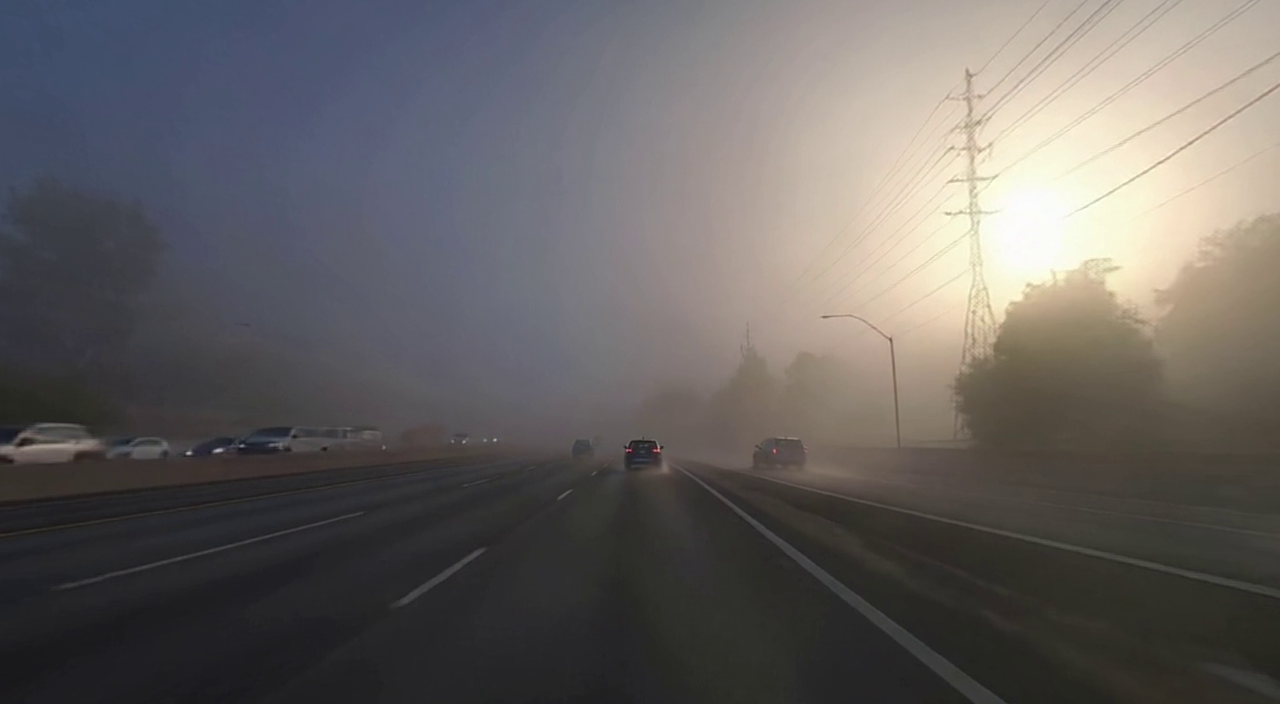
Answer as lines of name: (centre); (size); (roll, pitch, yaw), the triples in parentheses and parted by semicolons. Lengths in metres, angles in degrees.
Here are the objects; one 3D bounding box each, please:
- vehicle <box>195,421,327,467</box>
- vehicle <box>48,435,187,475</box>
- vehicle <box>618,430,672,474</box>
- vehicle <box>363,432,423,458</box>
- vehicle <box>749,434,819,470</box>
vehicle: (-16.511, 4.084, 27.969); (2.188, 1.786, 5.759); (0, -8, 1)
vehicle: (-20.200, 3.982, 24.659); (1.824, 1.414, 4.289); (0, -8, -1)
vehicle: (0.172, 4.456, 28.265); (2.192, 1.769, 4.287); (0, -8, -1)
vehicle: (-16.154, 6.147, 41.531); (2.055, 1.611, 4.851); (0, -8, 0)
vehicle: (7.343, 5.159, 32.728); (2.099, 1.720, 4.829); (1, -8, -5)
